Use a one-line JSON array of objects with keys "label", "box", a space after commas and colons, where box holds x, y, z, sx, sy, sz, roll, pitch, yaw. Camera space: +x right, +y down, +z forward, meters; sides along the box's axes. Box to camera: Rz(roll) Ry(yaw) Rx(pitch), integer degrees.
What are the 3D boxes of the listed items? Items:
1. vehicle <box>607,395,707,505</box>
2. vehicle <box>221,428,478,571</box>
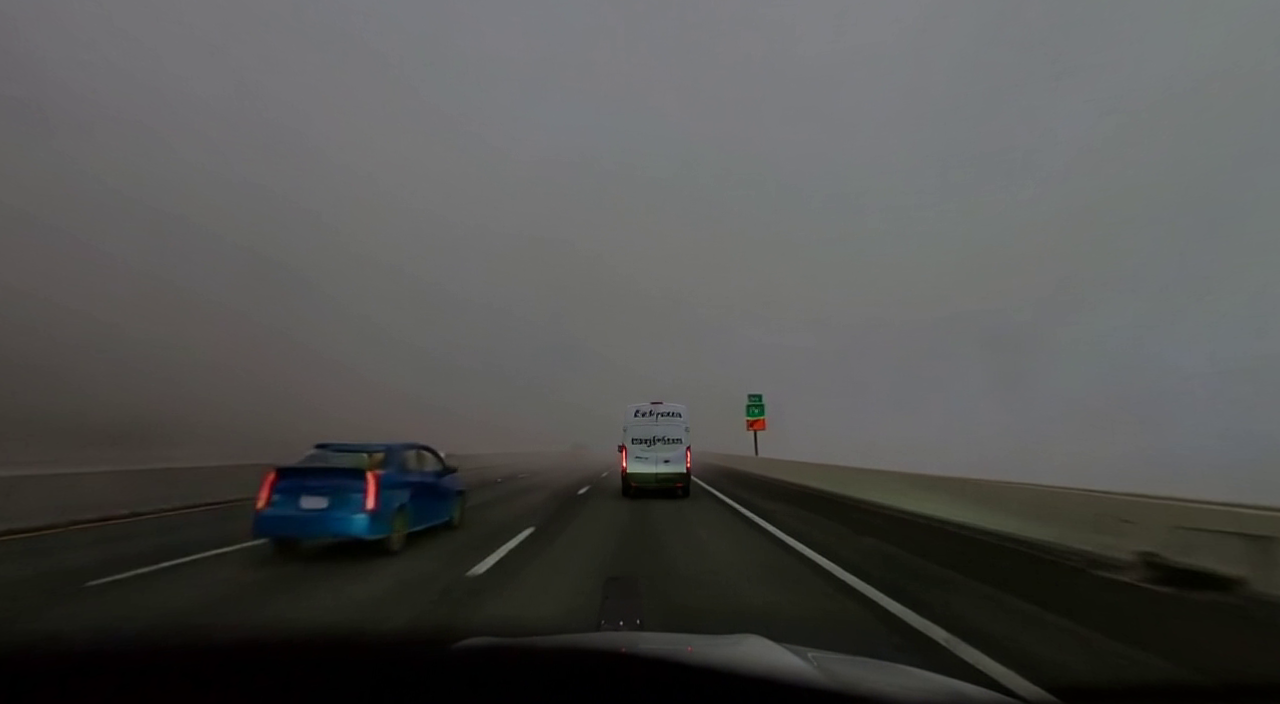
[{"label": "vehicle", "box": [0.314, 2.683, 17.440, 2.332, 2.558, 5.314, 0, -9, -2]}, {"label": "vehicle", "box": [-3.575, 1.851, 8.564, 1.788, 1.500, 3.475, 0, -9, 0]}]
